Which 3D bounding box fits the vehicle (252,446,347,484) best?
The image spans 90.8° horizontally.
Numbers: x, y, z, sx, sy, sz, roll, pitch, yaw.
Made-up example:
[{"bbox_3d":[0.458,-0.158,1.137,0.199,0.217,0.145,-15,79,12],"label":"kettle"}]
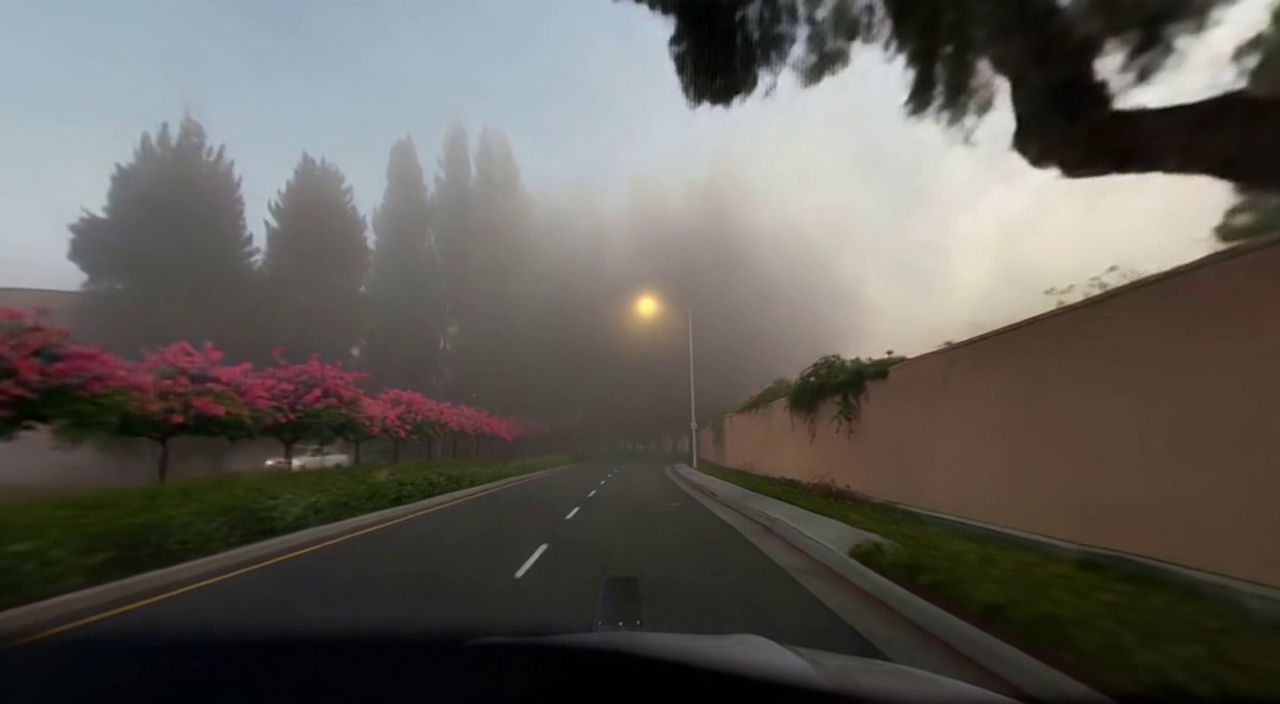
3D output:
[{"bbox_3d":[-17.087,5.656,32.069,2.186,1.769,4.869,0,-8,-1],"label":"vehicle"}]
